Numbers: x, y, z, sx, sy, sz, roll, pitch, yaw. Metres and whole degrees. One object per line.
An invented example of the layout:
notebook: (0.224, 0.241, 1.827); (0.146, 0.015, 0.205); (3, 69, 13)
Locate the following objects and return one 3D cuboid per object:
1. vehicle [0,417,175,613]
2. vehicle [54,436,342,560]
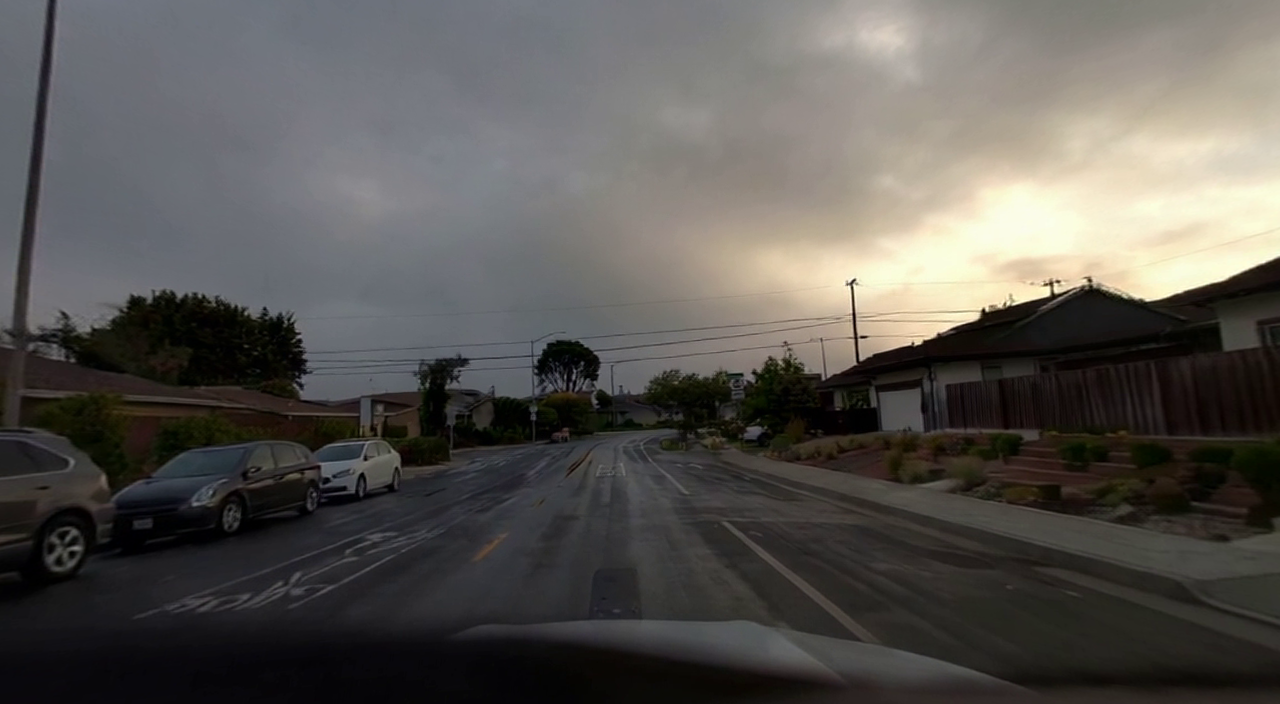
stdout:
vehicle: (-6.671, 1.444, 5.473); (1.865, 1.750, 4.507); (0, -8, -1)
vehicle: (-6.567, 2.119, 9.995); (1.777, 1.554, 3.790); (0, -8, 0)
